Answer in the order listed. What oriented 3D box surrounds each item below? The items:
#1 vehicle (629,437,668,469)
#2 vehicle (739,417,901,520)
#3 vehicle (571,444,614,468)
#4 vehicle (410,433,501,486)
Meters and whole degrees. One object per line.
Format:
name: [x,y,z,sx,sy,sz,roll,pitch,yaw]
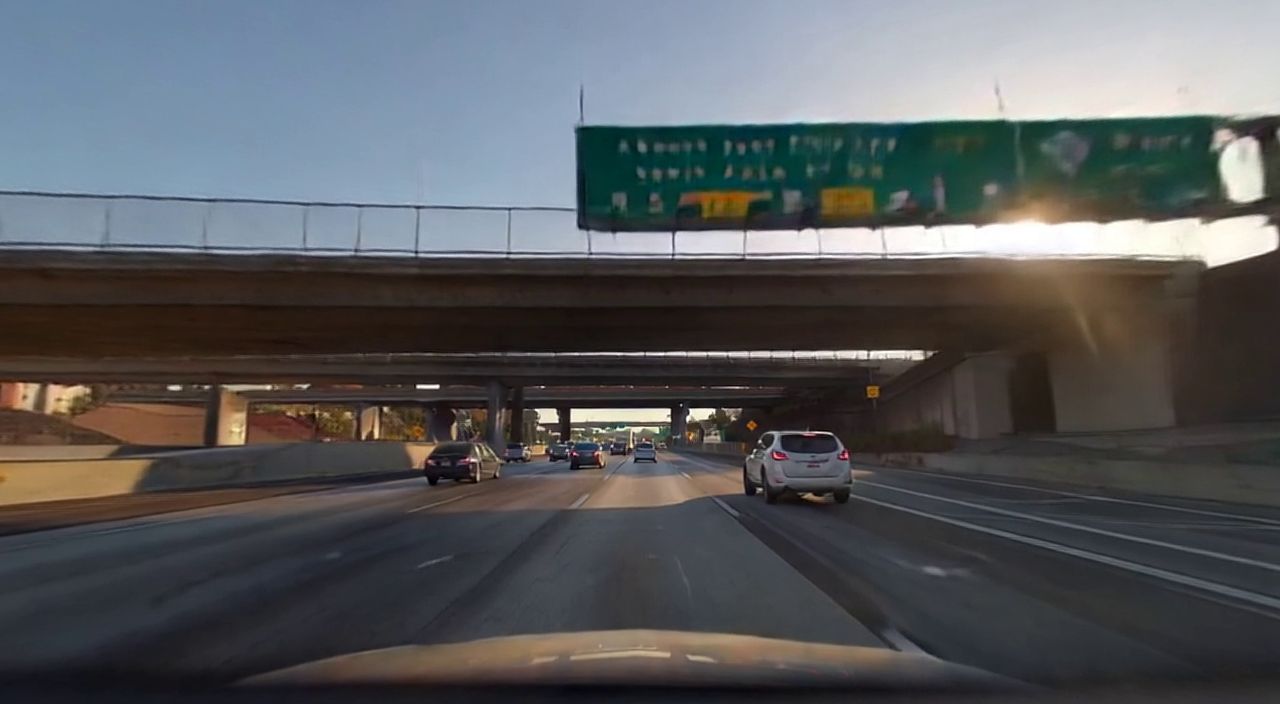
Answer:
vehicle: [0.506,5.833,36.714,2.133,1.739,3.925,0,-8,1]
vehicle: [3.582,2.415,13.648,2.083,1.823,4.627,0,-8,-1]
vehicle: [-2.875,6.394,39.114,2.205,1.406,4.286,0,-8,1]
vehicle: [-6.448,3.783,22.546,1.946,1.688,4.019,0,-8,1]
